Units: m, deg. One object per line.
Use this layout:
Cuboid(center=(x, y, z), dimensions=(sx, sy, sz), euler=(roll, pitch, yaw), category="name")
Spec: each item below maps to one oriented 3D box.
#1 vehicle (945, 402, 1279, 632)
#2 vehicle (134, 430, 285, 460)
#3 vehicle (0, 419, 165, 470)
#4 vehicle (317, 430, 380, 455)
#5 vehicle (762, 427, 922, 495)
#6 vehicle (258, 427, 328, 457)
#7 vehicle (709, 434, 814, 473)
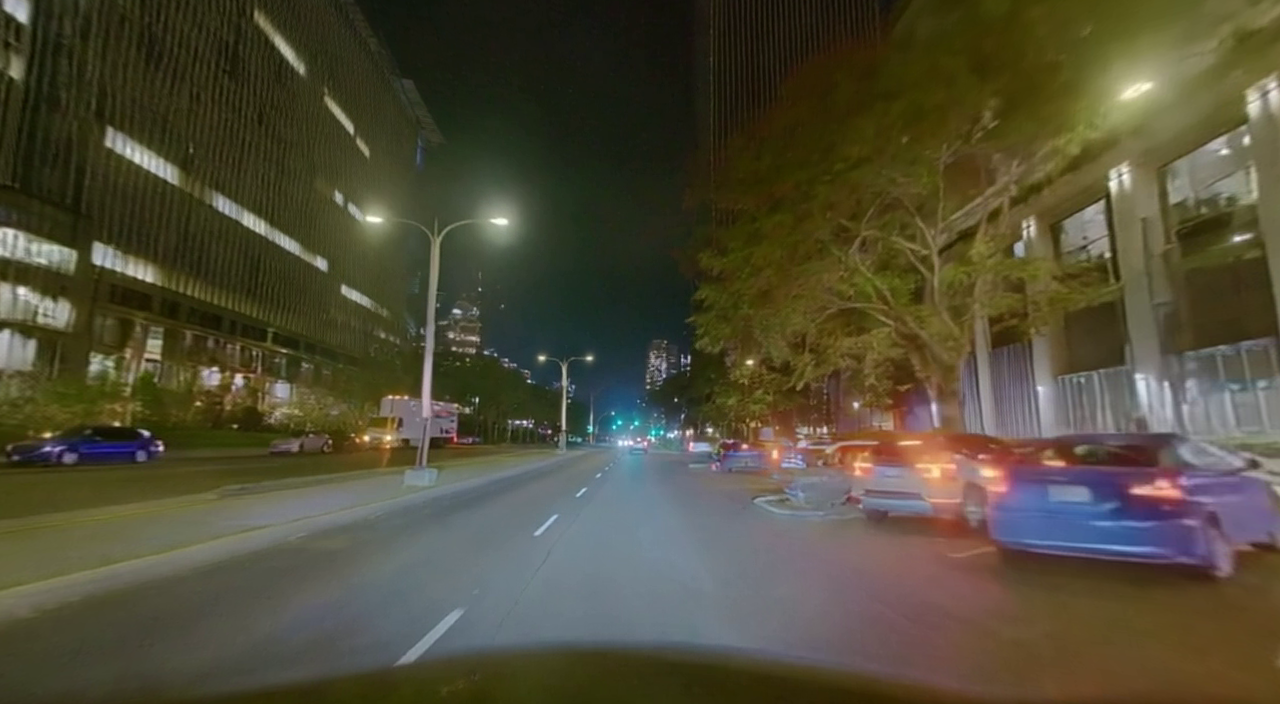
Cuboid(center=(5.149, 1.357, 6.208), dimensions=(4.244, 1.487, 1.976), euler=(5, -10, -36), category="vehicle")
Cuboid(center=(-19.057, 4.177, 28.403), dimensions=(2.389, 1.206, 6.247), euler=(-1, -8, 1), category="vehicle")
Cuboid(center=(-18.609, 3.065, 20.938), dimensions=(1.869, 1.494, 4.833), euler=(0, -8, -1), category="vehicle")
Cuboid(center=(-18.737, 5.842, 40.678), dimensions=(1.909, 1.518, 4.459), euler=(-1, -8, 1), category="vehicle")
Cuboid(center=(5.092, 2.663, 15.764), dimensions=(3.765, 1.497, 1.831), euler=(5, -10, -35), category="vehicle")
Cuboid(center=(-19.020, 4.947, 34.677), dimensions=(1.792, 1.554, 3.682), euler=(0, -8, -1), category="vehicle")
Cuboid(center=(5.030, 4.103, 25.775), dimensions=(4.275, 1.428, 1.774), euler=(6, -10, -37), category="vehicle")
